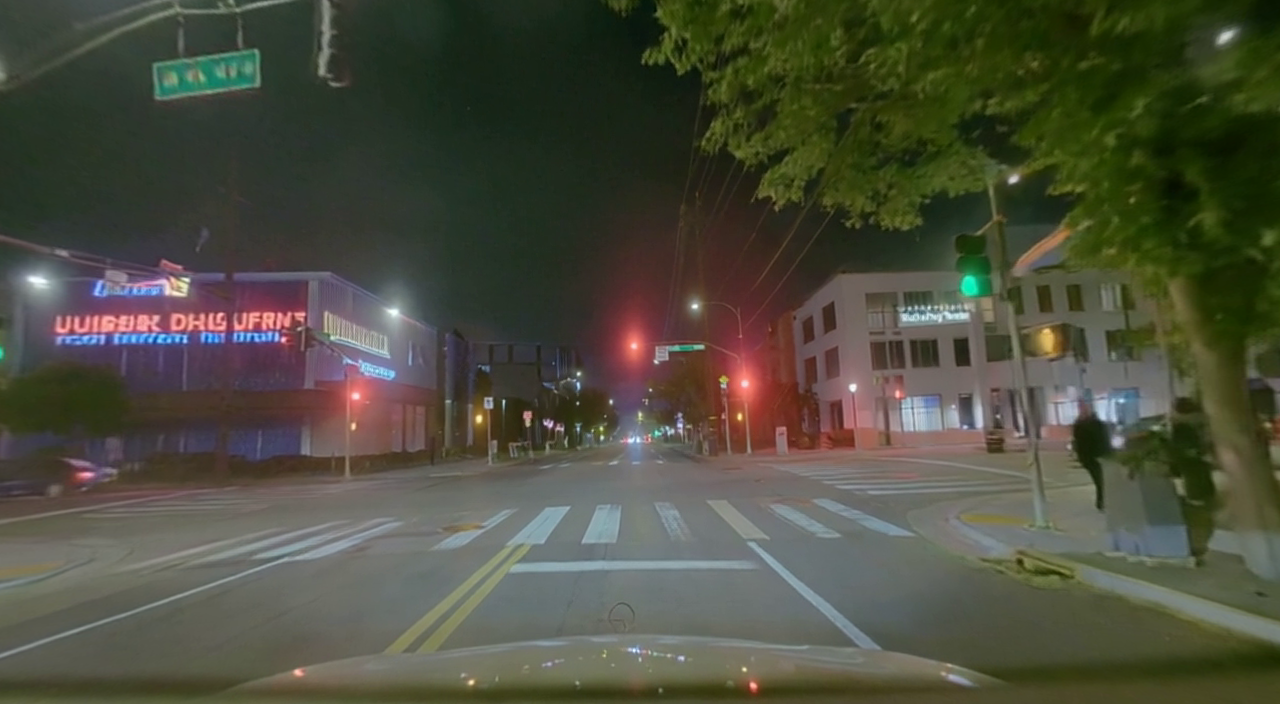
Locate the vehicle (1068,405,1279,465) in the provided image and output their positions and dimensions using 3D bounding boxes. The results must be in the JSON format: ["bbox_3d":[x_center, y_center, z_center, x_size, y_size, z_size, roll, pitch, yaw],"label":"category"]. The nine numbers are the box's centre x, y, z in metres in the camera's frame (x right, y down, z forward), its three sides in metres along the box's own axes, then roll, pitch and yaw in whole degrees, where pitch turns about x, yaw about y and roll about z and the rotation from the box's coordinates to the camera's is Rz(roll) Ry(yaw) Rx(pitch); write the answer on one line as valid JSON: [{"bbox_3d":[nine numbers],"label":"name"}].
[{"bbox_3d":[14.514,2.246,16.977,4.632,1.484,1.907,0,-8,-2],"label":"vehicle"}]

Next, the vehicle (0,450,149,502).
[{"bbox_3d":[-19.479,4.120,21.060,4.624,1.478,2.118,-4,-9,5],"label":"vehicle"}]
